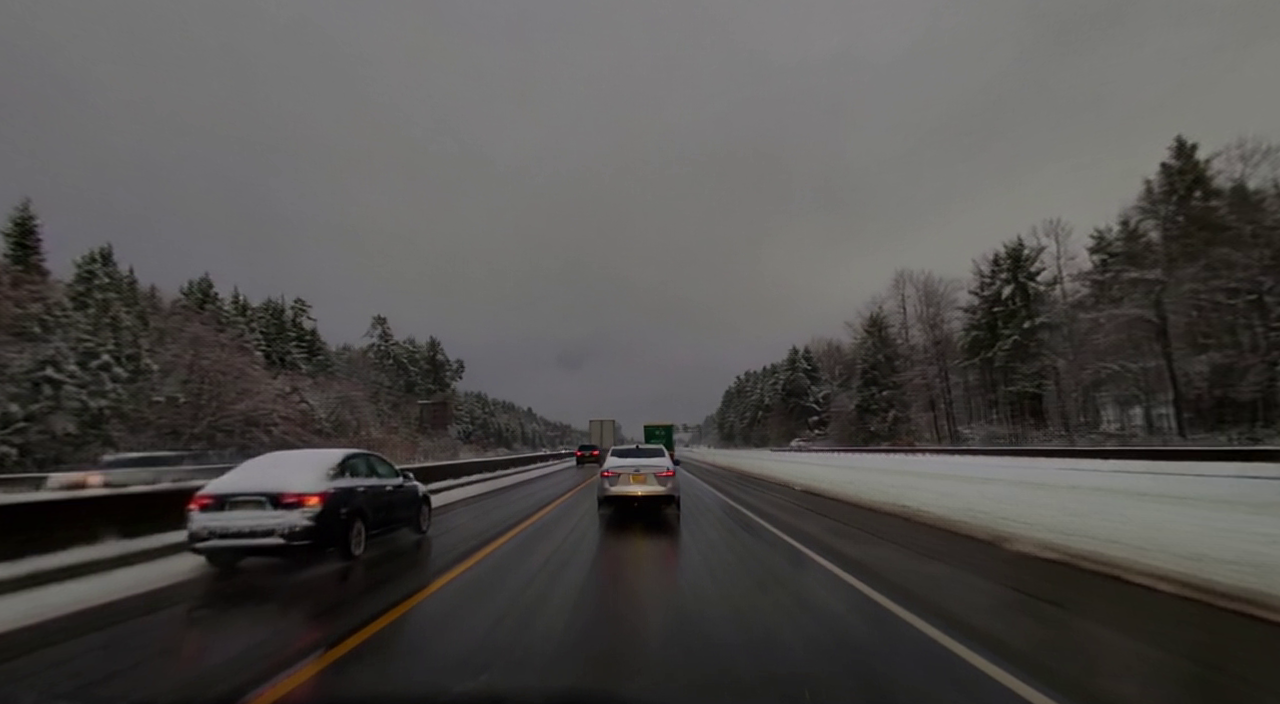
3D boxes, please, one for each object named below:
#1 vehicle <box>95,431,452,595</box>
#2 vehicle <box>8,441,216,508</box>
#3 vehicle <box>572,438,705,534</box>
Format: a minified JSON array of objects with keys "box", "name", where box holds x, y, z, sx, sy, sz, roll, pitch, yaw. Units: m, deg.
[{"box":[-4.063,1.841,8.081,1.929,1.509,4.331,0,-9,1],"name":"vehicle"},{"box":[-15.007,3.478,18.362,1.998,1.685,4.606,0,-9,1],"name":"vehicle"},{"box":[-0.037,2.390,11.785,2.057,1.449,3.931,0,-9,0],"name":"vehicle"}]
